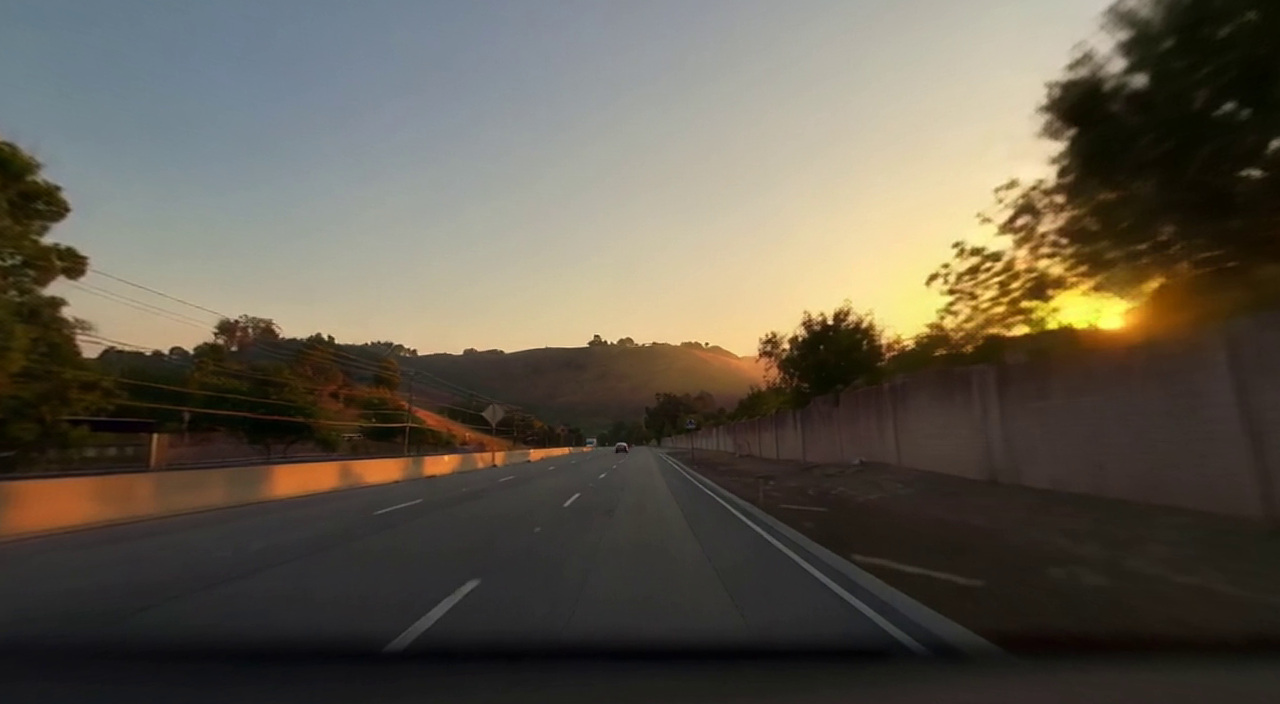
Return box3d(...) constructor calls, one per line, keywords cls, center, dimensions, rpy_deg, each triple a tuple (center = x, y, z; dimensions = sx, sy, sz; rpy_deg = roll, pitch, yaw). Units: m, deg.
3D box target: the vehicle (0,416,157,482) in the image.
box3d(cls="vehicle", center=(-41.719, 6.754, 44.226), dimensions=(2.890, 4.058, 17.562), rpy_deg=(1, -8, -4))
